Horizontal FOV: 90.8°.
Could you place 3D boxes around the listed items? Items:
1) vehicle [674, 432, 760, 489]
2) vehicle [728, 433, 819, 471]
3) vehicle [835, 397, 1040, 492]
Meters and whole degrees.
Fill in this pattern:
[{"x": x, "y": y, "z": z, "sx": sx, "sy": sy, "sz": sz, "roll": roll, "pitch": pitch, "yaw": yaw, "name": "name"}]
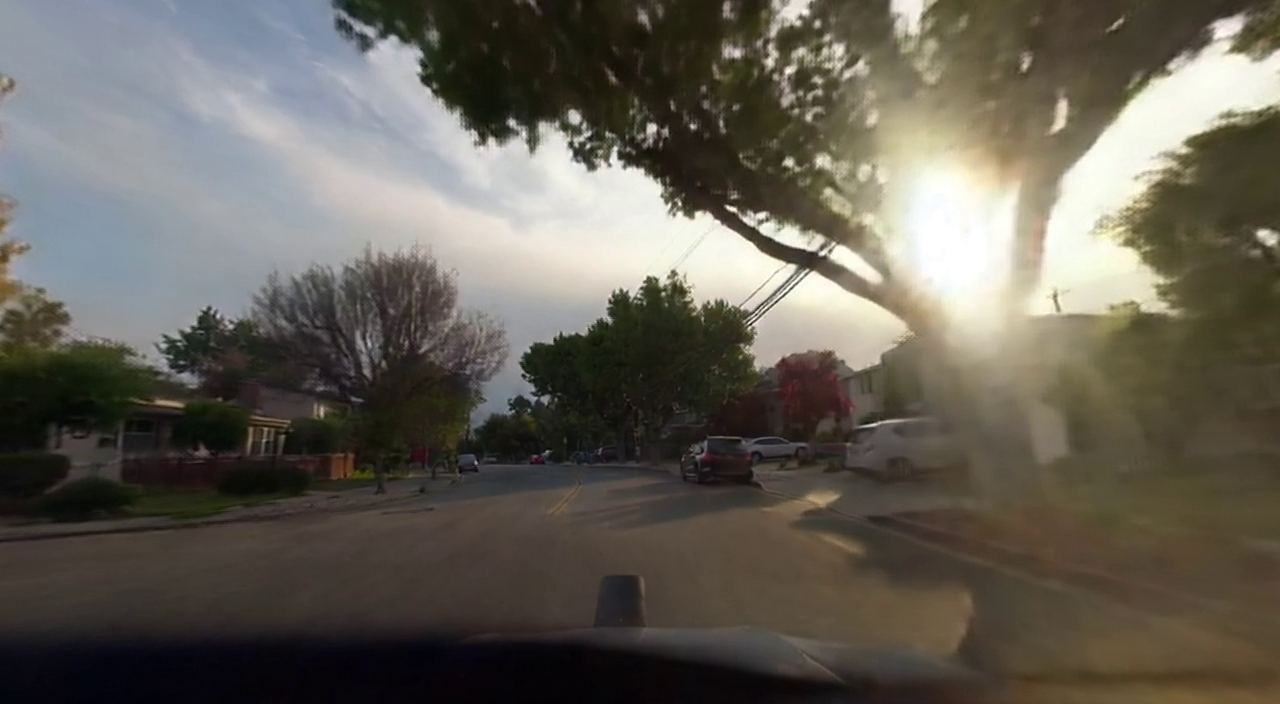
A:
[{"x": 2.798, "y": 4.121, "z": 24.351, "sx": 2.214, "sy": 1.962, "sz": 4.733, "roll": 1, "pitch": -9, "yaw": -6, "name": "vehicle"}, {"x": 7.594, "y": 5.755, "z": 36.324, "sx": 4.666, "sy": 1.655, "sz": 2.169, "roll": -6, "pitch": -9, "yaw": 1, "name": "vehicle"}, {"x": 8.663, "y": 2.731, "z": 18.784, "sx": 4.801, "sy": 2.139, "sz": 2.164, "roll": -6, "pitch": -8, "yaw": -2, "name": "vehicle"}]
